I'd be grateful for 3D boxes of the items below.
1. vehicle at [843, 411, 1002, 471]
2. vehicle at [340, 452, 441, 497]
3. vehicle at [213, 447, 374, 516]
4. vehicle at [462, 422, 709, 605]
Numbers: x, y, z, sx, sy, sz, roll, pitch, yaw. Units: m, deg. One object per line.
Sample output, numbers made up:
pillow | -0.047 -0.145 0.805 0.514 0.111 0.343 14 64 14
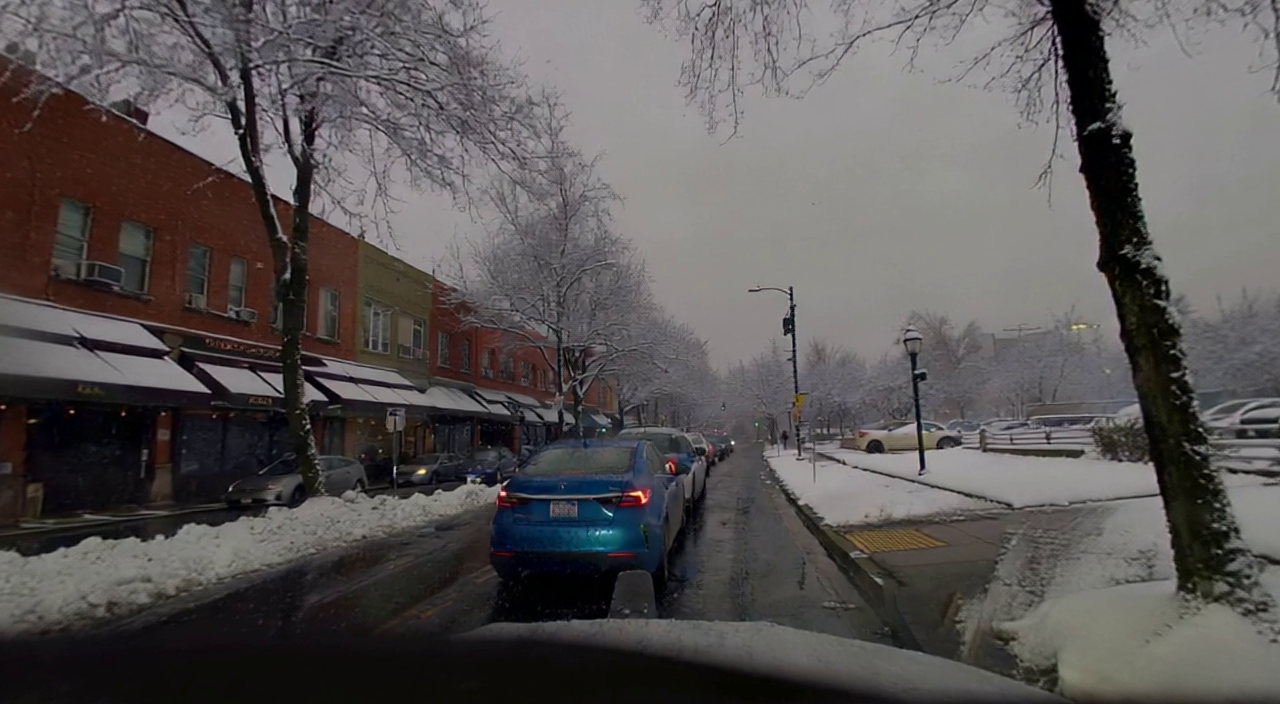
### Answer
vehicle | 9.062 2.831 20.249 4.558 1.528 1.915 -1 -8 -23
vehicle | -10.258 5.034 26.284 1.826 1.432 4.556 -7 -9 8
vehicle | -11.007 4.070 20.592 2.081 1.718 5.342 -6 -9 3
vehicle | -0.274 1.634 7.304 1.939 1.478 3.922 -2 -8 9
